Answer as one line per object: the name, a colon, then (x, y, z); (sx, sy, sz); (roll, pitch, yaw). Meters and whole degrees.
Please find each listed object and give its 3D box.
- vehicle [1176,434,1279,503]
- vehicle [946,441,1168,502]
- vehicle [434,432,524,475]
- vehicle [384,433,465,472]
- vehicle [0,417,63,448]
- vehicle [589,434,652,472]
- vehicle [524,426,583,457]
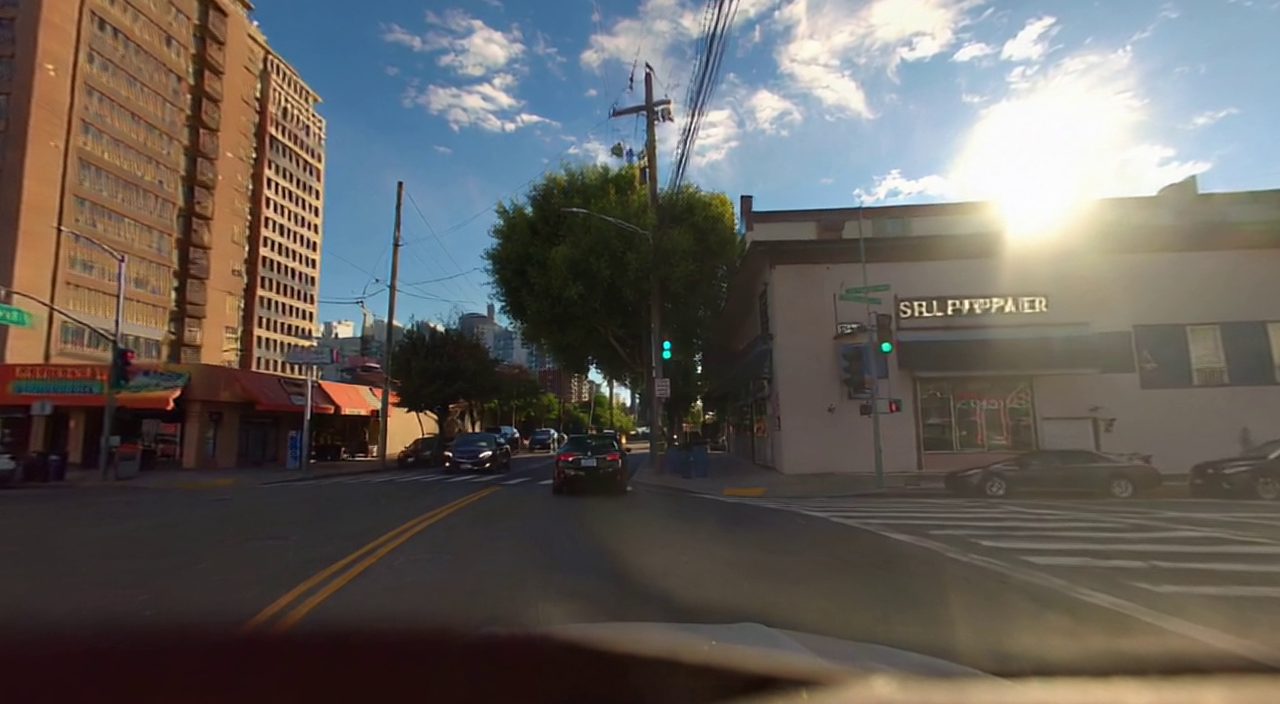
vehicle: (17.040, 2.840, 15.579); (5.420, 1.609, 2.063); (-1, -8, 8)
vehicle: (10.739, 3.082, 16.588); (4.426, 1.446, 1.795); (-1, -8, 8)
vehicle: (-6.080, 3.885, 24.457); (2.119, 1.485, 4.472); (0, -8, 3)
vehicle: (-10.396, 4.842, 30.841); (1.933, 1.461, 4.393); (-5, -6, 8)
vehicle: (-33.548, 4.300, 33.522); (1.699, 1.539, 4.060); (-1, -8, 7)
vehicle: (-0.764, 4.399, 27.750); (1.892, 1.481, 4.365); (-1, -8, 10)
vehicle: (-5.093, 5.378, 37.963); (2.181, 1.723, 4.692); (-1, -8, 9)
